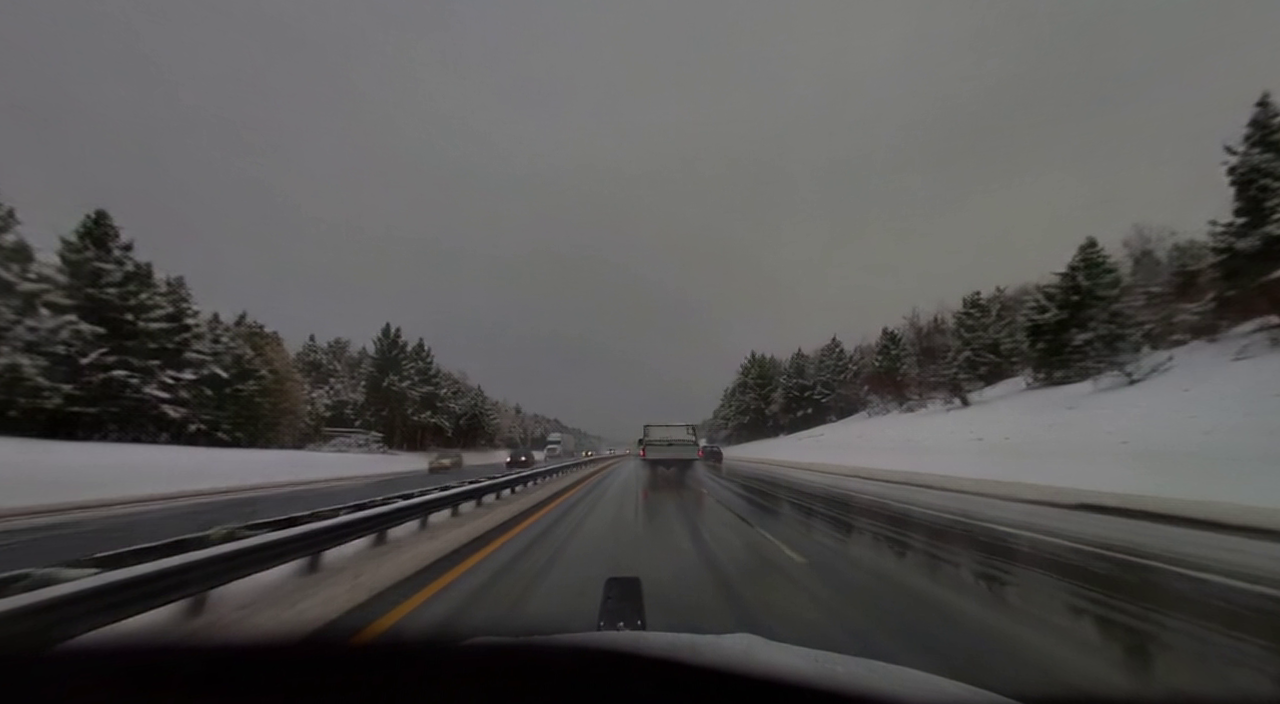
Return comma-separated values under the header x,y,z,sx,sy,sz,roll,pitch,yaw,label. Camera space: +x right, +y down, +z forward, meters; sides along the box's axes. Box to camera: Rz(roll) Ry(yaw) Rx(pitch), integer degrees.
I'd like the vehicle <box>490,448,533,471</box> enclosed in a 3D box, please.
x,y,z,sx,sy,sz,roll,pitch,yaw,label
-9.039,7.609,44.750,2.090,1.496,4.568,0,-9,1,vehicle

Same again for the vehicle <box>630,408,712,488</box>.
x,y,z,sx,sy,sz,roll,pitch,yaw,label
0.925,3.407,22.439,2.423,2.517,5.055,0,-9,-3,vehicle

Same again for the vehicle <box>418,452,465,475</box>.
x,y,z,sx,sy,sz,roll,pitch,yaw,label
-13.349,7.500,42.611,1.900,1.459,3.853,0,-9,1,vehicle
